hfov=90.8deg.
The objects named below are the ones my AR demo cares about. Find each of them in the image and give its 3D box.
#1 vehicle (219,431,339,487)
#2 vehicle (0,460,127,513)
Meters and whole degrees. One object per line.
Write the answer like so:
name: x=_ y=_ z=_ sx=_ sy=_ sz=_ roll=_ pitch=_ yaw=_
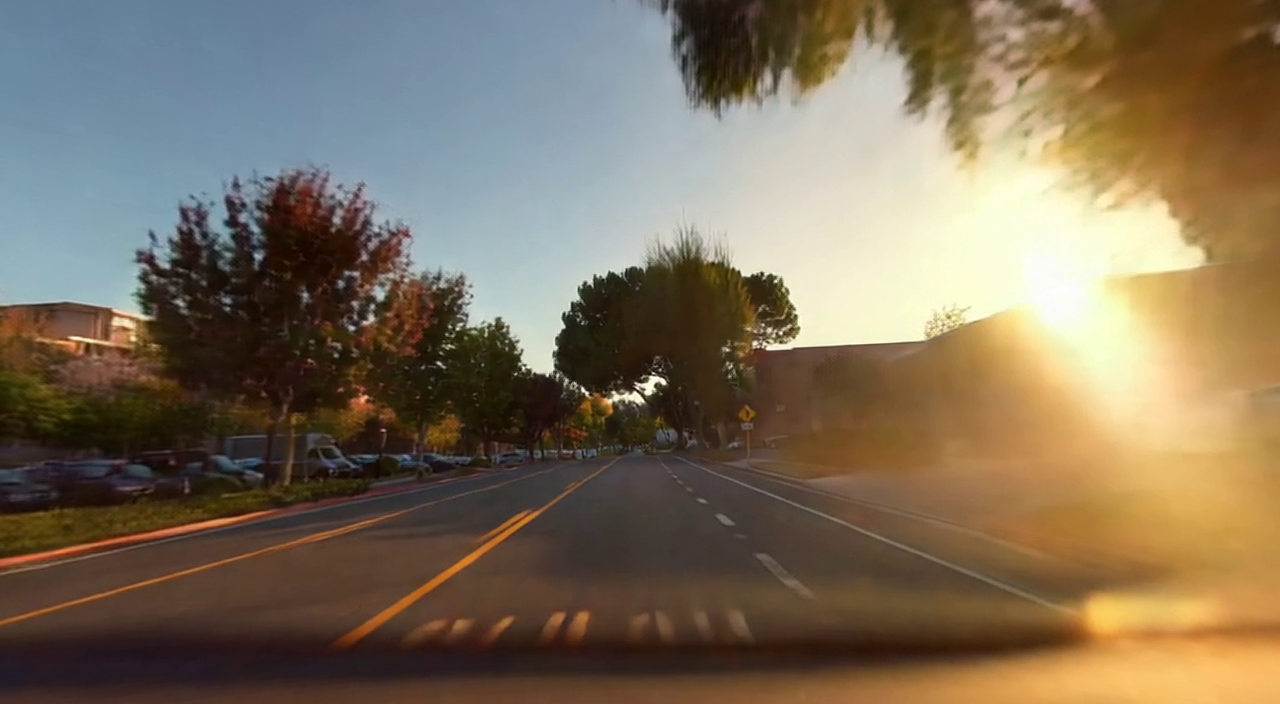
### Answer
vehicle: x=-19.411 y=5.720 z=33.961 sx=5.971 sy=2.749 sz=2.293 roll=-4 pitch=-9 yaw=23
vehicle: x=-18.670 y=4.192 z=20.015 sx=4.039 sy=1.482 sz=1.832 roll=-4 pitch=-9 yaw=20
